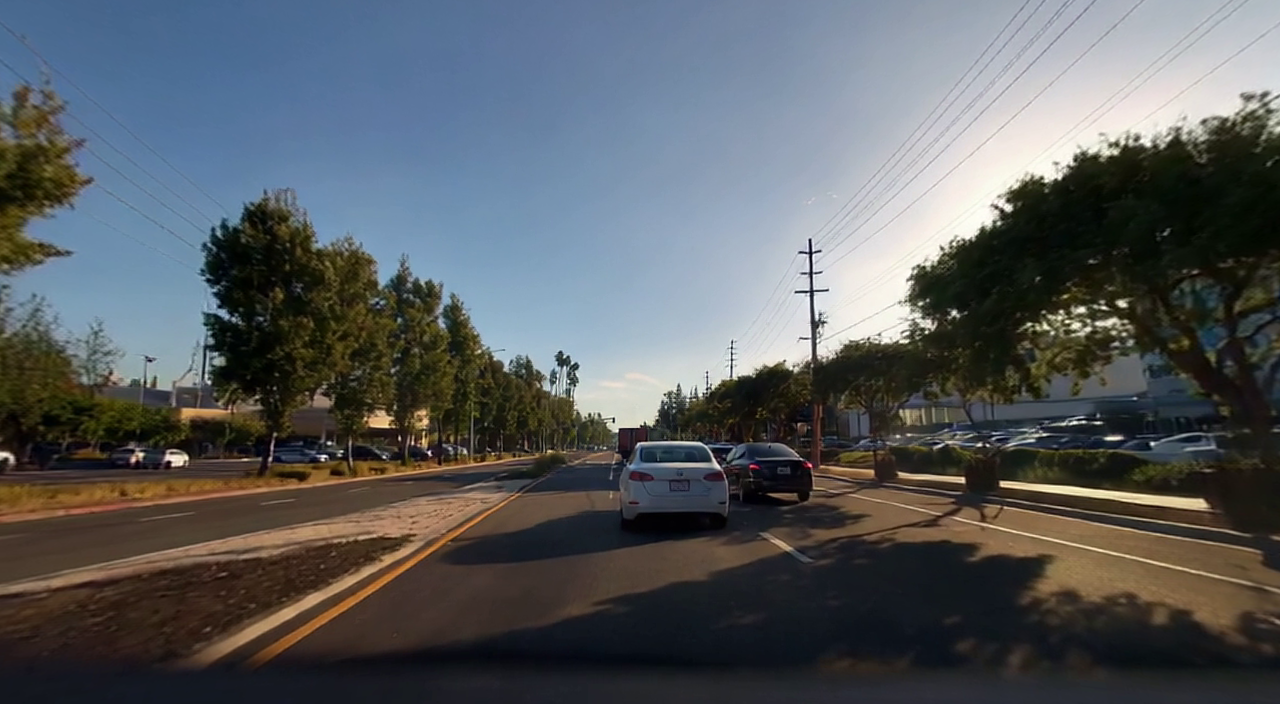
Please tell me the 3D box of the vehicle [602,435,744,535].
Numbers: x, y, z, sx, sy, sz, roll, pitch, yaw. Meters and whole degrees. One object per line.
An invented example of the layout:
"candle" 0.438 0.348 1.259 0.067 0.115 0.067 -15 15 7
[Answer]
"vehicle" 0.419 2.307 11.574 2.144 1.473 4.028 0 -8 -2

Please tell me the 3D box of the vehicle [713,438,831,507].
"vehicle" 3.148 2.950 15.919 1.985 1.489 4.036 0 -8 -2
